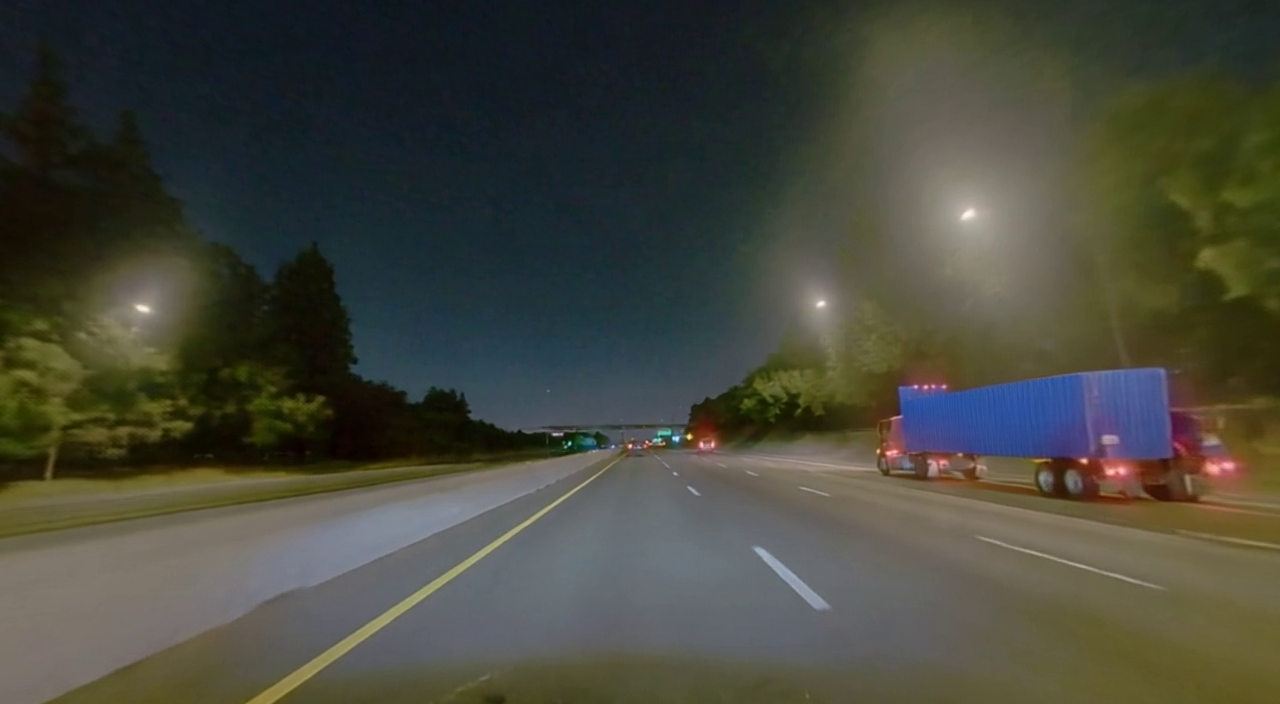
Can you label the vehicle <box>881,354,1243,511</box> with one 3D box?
[{"bbox_3d":[10.755,2.435,18.499,2.960,3.207,10.950,0,-8,-1],"label":"vehicle"}]
